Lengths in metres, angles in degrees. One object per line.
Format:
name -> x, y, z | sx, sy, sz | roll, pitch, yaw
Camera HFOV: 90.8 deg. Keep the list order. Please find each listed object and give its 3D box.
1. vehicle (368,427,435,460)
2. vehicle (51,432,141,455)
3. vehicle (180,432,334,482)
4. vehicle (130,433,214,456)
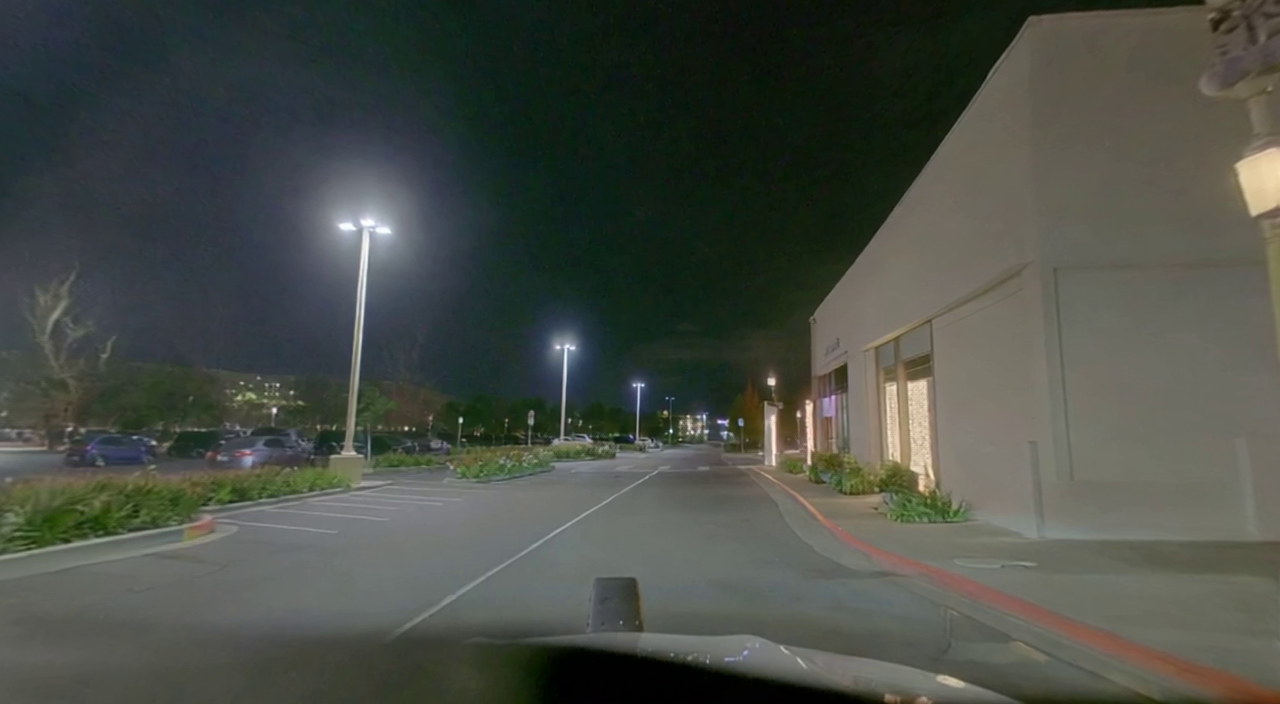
vehicle -> -15.070, 5.810, 40.179 | 1.972, 1.923, 4.535 | -1, -8, 8
vehicle -> -36.521, 6.166, 42.563 | 1.858, 1.449, 4.296 | -2, -8, 11
vehicle -> -12.270, 3.395, 20.671 | 1.847, 1.443, 4.484 | -1, -8, 7
vehicle -> -31.168, 6.162, 42.239 | 1.773, 1.433, 4.356 | -2, -8, 10
